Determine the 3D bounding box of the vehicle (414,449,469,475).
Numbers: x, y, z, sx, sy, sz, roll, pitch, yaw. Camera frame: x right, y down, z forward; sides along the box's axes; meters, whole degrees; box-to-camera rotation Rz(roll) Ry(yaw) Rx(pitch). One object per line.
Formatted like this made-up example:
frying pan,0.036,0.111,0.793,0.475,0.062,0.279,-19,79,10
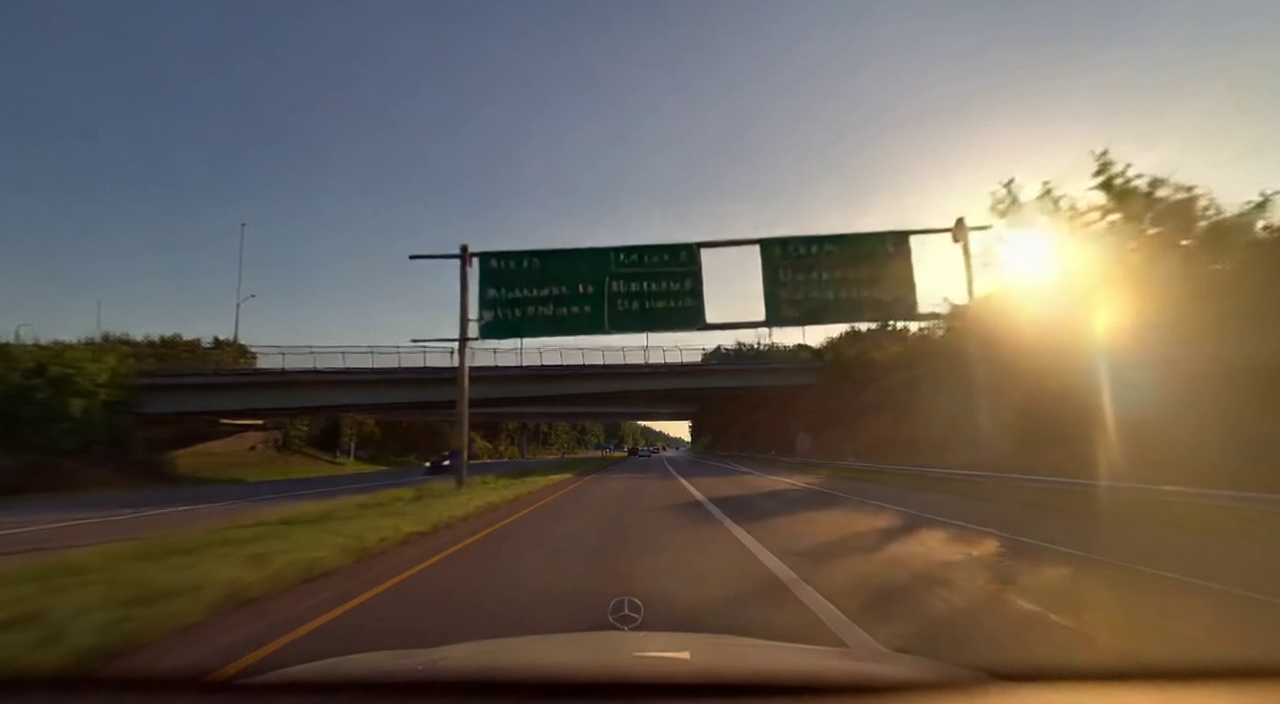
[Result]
vehicle,-12.283,6.808,39.223,1.951,1.457,4.151,0,-9,2
